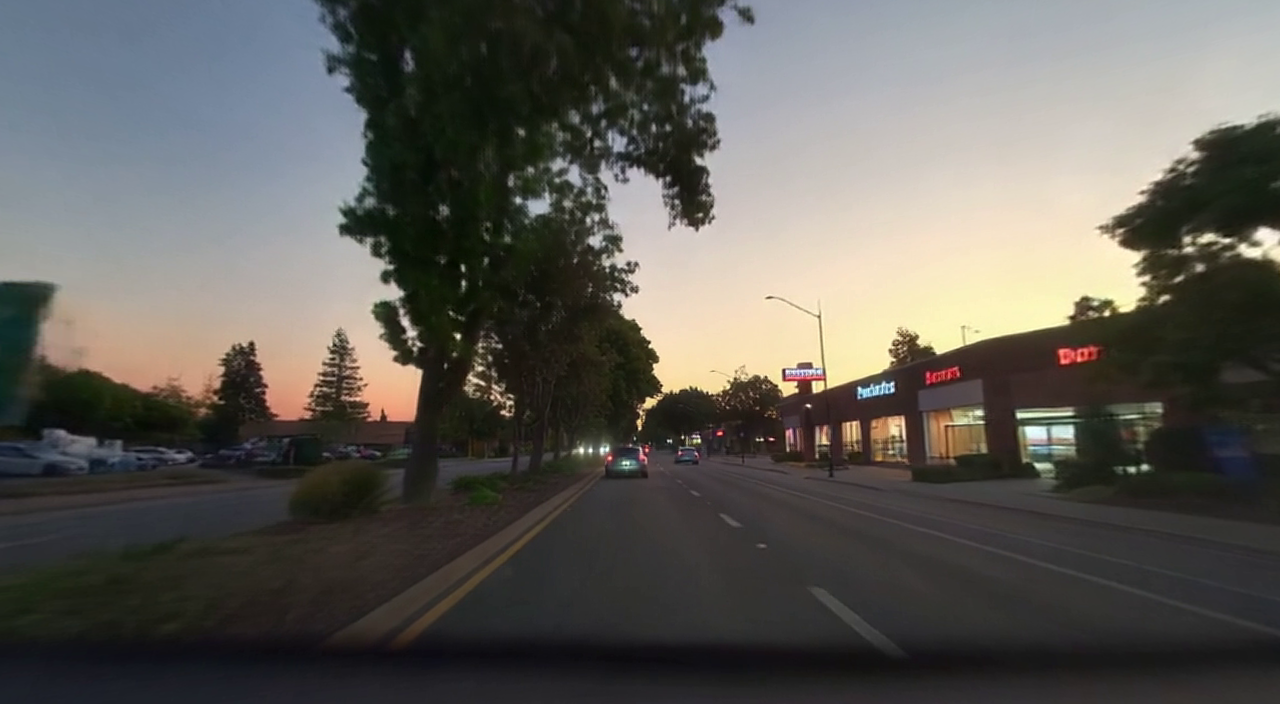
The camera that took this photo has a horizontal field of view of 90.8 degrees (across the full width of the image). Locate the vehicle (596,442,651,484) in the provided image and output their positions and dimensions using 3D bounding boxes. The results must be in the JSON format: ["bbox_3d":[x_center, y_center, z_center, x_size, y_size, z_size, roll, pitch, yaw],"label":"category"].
[{"bbox_3d":[-0.612,4.357,25.037,2.006,1.487,3.535,0,-9,0],"label":"vehicle"}]

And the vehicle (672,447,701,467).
[{"bbox_3d":[3.589,8.160,49.440,1.910,1.474,4.003,0,-9,-2],"label":"vehicle"}]
